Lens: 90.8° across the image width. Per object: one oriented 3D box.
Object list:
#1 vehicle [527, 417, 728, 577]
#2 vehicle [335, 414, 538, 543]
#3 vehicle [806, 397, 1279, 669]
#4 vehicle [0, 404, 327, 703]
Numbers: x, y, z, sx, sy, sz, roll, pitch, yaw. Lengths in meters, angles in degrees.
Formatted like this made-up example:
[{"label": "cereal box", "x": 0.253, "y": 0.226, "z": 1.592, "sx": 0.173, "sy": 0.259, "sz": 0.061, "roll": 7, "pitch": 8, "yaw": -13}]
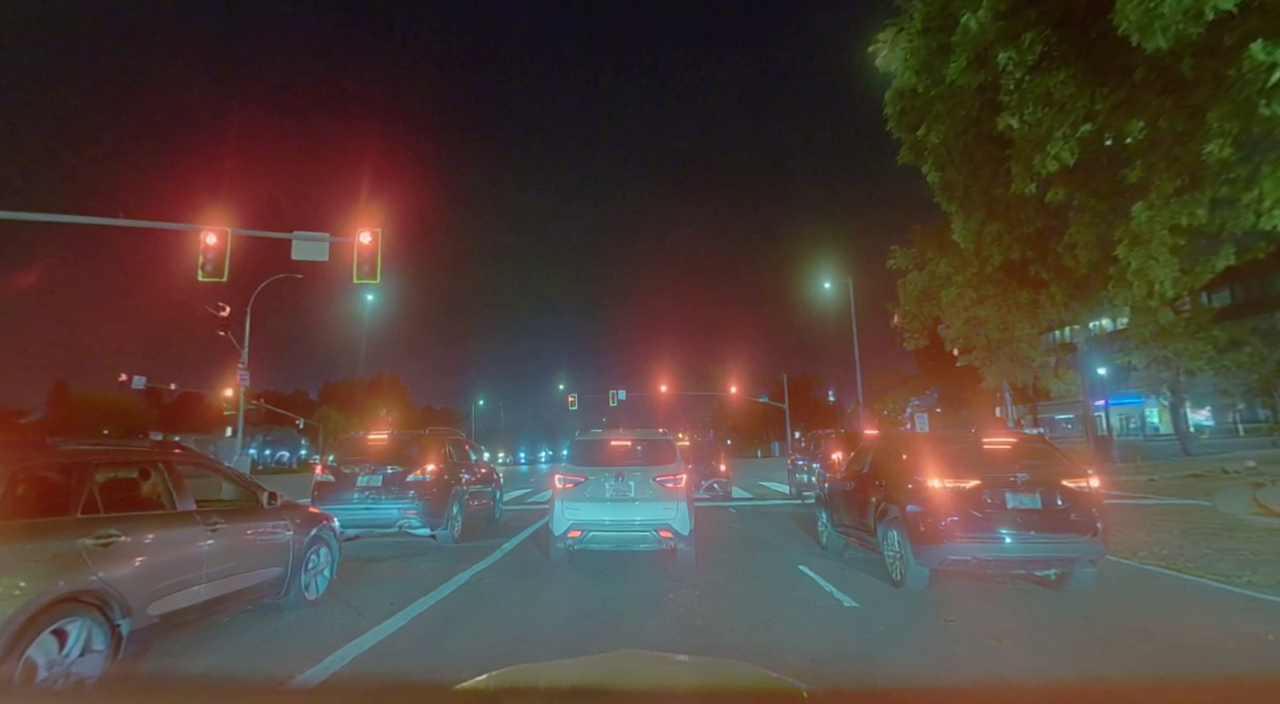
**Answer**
[{"label": "vehicle", "x": -0.094, "y": 1.801, "z": 8.555, "sx": 2.106, "sy": 1.655, "sz": 3.717, "roll": 0, "pitch": -8, "yaw": 1}, {"label": "vehicle", "x": -3.226, "y": 2.107, "z": 11.164, "sx": 2.048, "sy": 1.805, "sz": 4.405, "roll": 0, "pitch": -8, "yaw": 1}, {"label": "vehicle", "x": 3.228, "y": 1.444, "z": 6.194, "sx": 2.006, "sy": 1.659, "sz": 4.462, "roll": 0, "pitch": -8, "yaw": 1}, {"label": "vehicle", "x": -3.350, "y": 0.950, "z": 2.369, "sx": 1.863, "sy": 1.495, "sz": 4.667, "roll": 0, "pitch": -8, "yaw": 2}]
